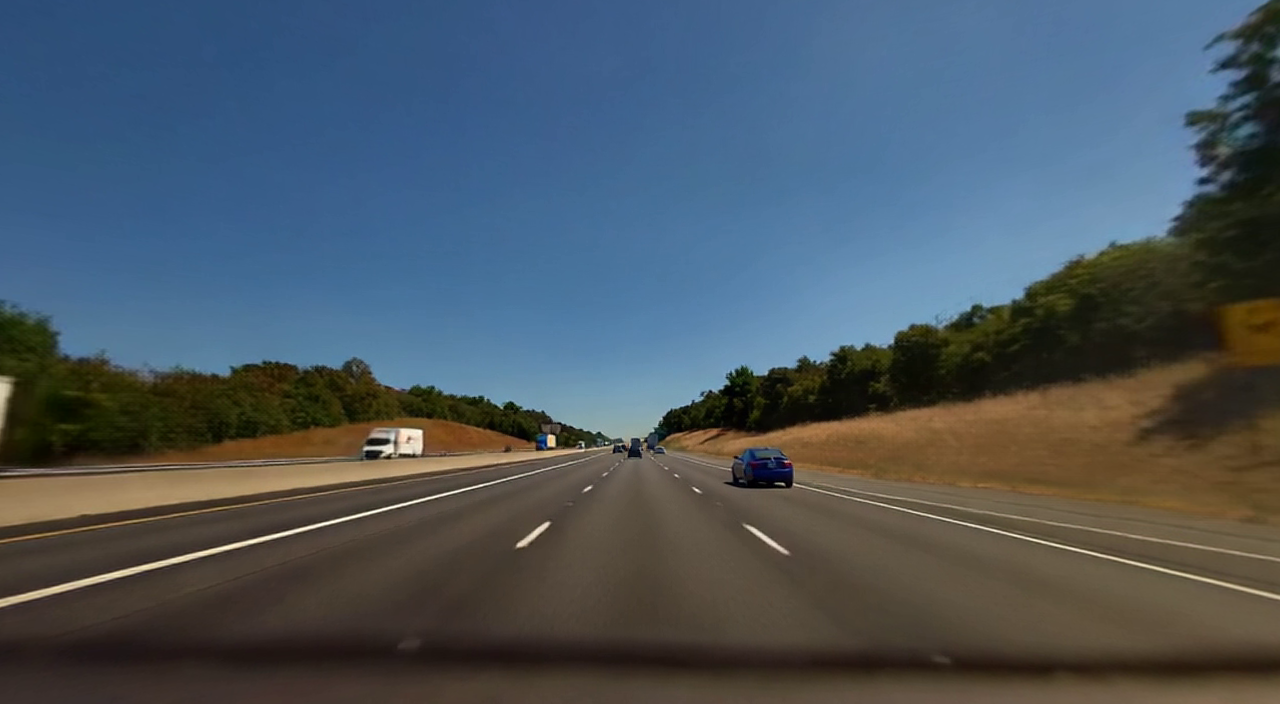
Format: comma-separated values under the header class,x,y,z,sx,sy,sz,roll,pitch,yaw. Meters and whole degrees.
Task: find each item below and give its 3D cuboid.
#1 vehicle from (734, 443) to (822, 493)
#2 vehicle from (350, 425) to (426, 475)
class,x,y,z,sx,sy,sz,roll,pitch,yaw
vehicle,4.457,3.808,21.039,1.967,1.472,3.751,0,-9,-2
vehicle,-19.392,7.628,49.139,2.795,3.552,7.495,0,-9,0
